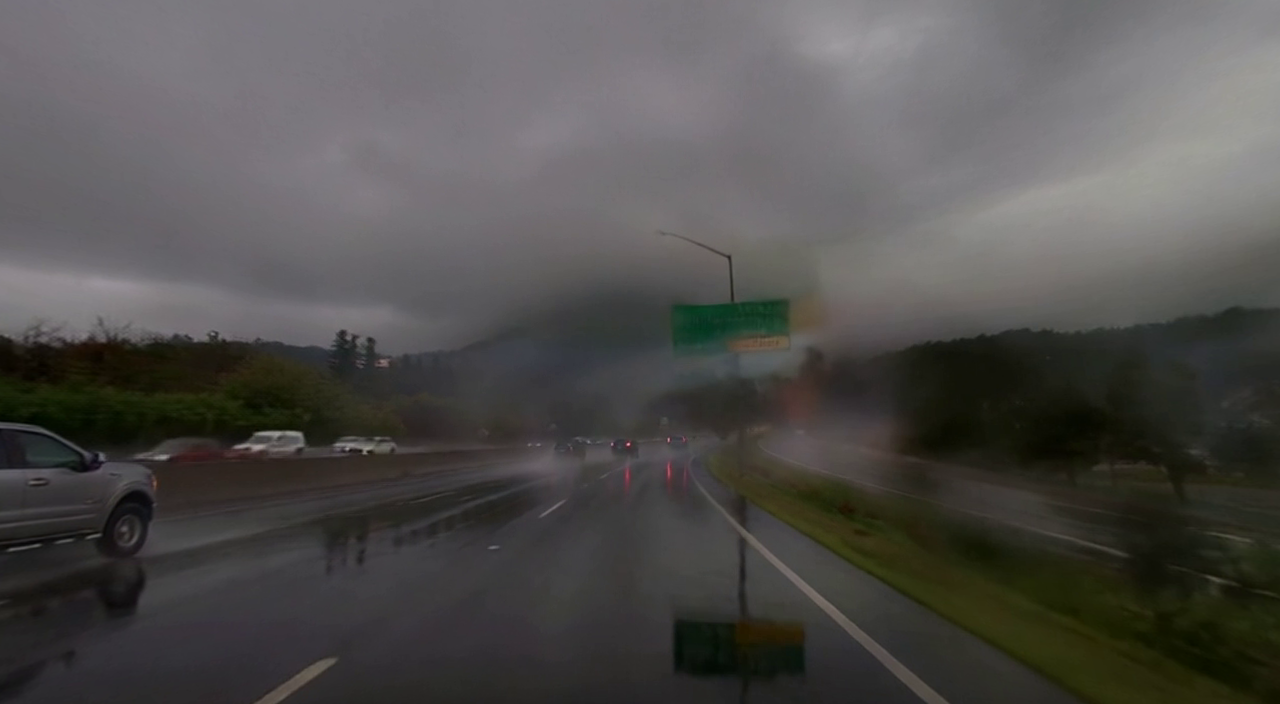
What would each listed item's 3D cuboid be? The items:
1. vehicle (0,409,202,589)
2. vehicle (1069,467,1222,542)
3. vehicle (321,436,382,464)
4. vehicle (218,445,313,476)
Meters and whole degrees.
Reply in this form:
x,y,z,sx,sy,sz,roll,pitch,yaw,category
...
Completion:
x,y,z,sx,sy,sz,roll,pitch,yaw,category
-6.806,1.359,5.876,1.923,1.630,4.857,0,-8,1,vehicle
27.260,8.164,34.549,2.749,3.380,6.690,0,-8,1,vehicle
-21.373,7.288,46.999,1.974,1.907,4.816,-1,-8,5,vehicle
-18.835,5.430,31.988,1.906,1.444,4.365,-1,-8,4,vehicle
